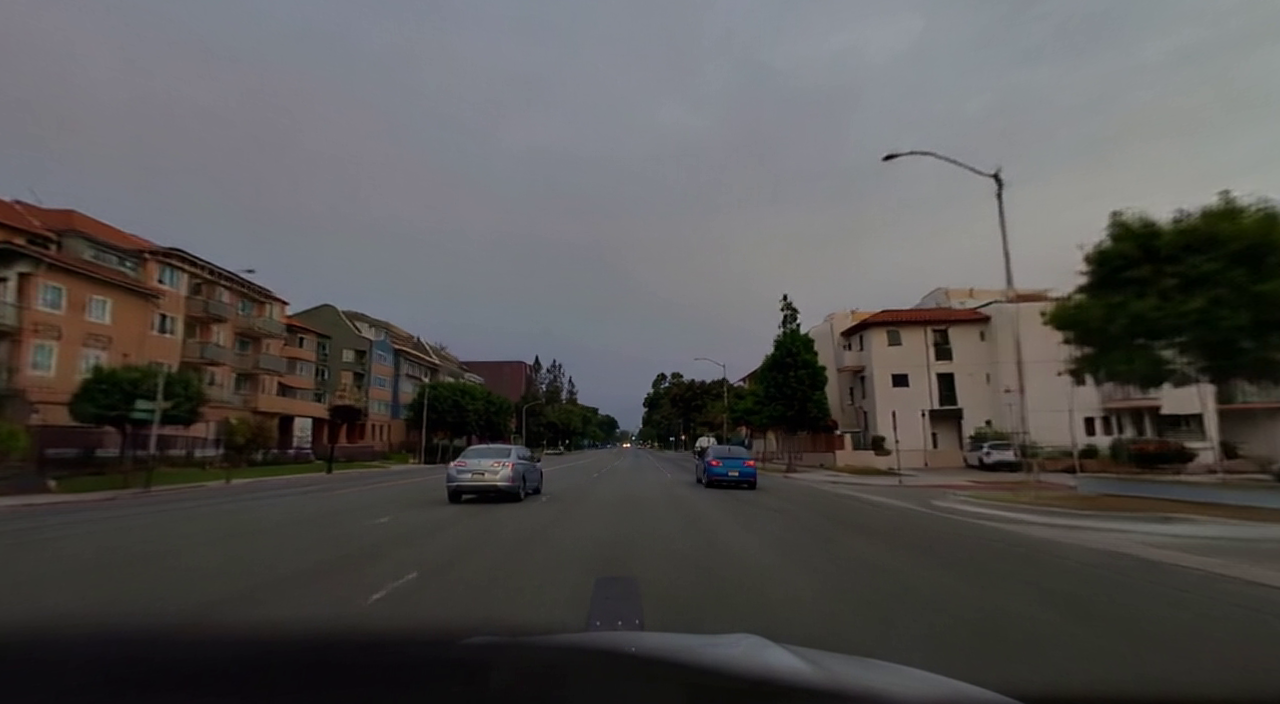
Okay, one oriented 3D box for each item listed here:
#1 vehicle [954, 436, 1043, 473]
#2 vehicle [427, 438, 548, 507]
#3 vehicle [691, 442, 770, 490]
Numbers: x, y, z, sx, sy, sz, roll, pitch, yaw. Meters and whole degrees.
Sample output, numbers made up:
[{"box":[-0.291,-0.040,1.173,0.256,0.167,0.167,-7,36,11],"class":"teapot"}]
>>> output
[{"box":[19.441,5.589,34.587,1.961,1.861,4.757,0,-9,-1],"class":"vehicle"},{"box":[-3.726,3.009,16.218,2.062,1.527,4.044,0,-8,0],"class":"vehicle"},{"box":[2.974,3.853,21.736,1.978,1.471,4.426,0,-9,-1],"class":"vehicle"}]
